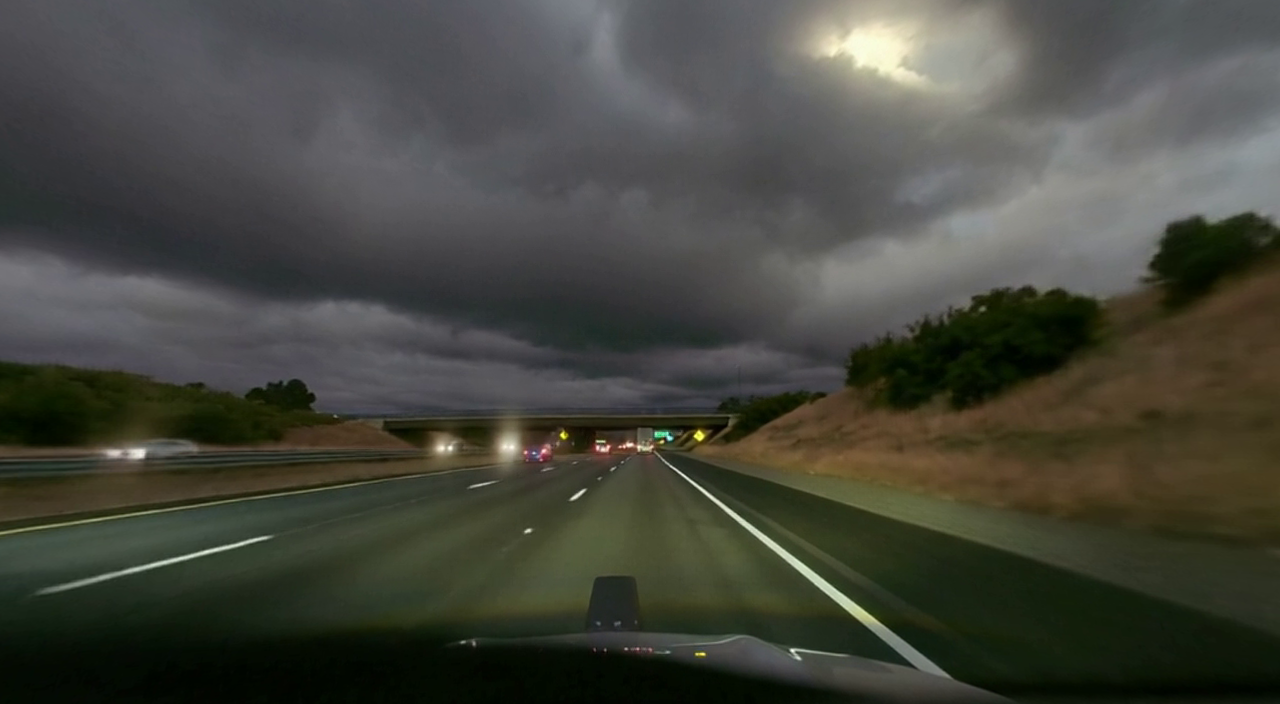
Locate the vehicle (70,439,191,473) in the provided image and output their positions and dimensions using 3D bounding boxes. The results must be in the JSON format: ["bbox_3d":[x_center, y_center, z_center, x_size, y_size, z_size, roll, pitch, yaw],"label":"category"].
[{"bbox_3d":[-31.938,6.522,39.825,2.433,1.916,6.183,0,-8,0],"label":"vehicle"}]

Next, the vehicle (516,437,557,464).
[{"bbox_3d":[-7.075,6.811,43.498,2.070,1.738,4.733,0,-8,0],"label":"vehicle"}]
